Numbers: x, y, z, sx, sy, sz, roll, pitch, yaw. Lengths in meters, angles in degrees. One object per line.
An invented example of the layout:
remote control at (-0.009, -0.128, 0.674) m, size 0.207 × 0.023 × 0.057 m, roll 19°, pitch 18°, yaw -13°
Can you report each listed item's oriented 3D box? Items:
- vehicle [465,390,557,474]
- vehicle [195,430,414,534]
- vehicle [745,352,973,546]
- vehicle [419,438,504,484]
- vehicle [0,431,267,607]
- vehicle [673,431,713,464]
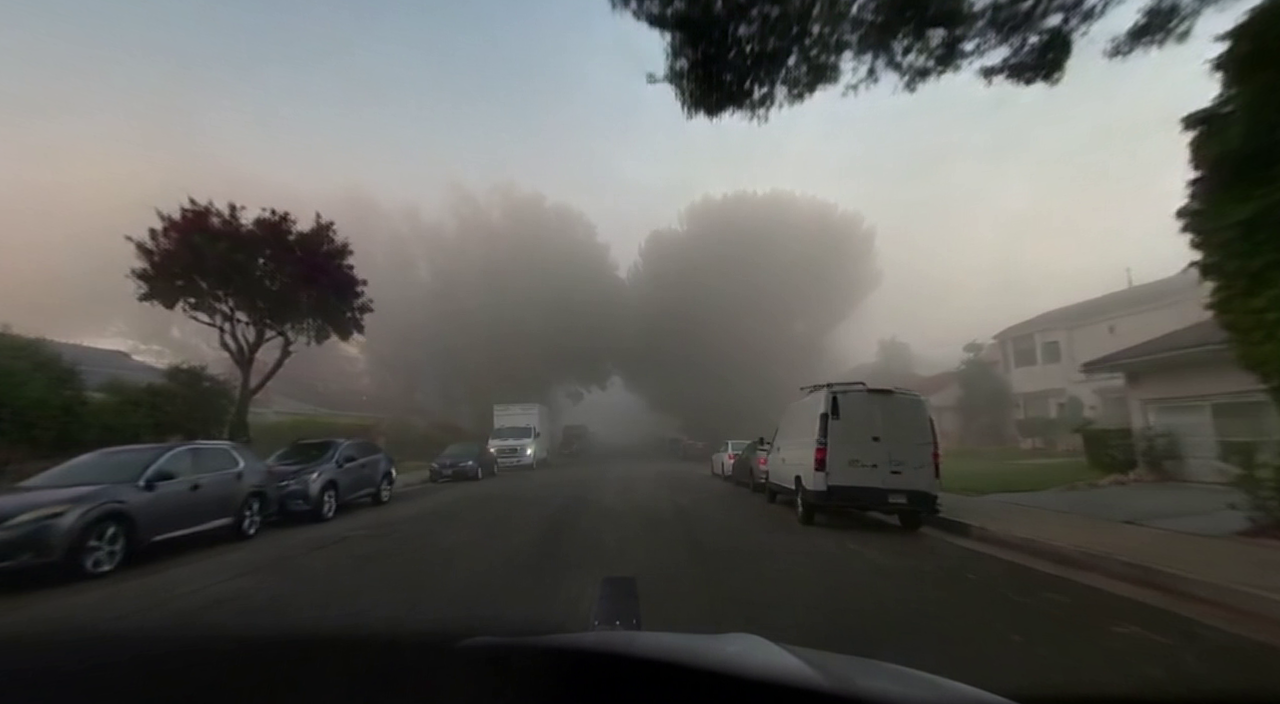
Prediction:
vehicle at (-6.135, 3.991, 31.356) m, size 2.896 × 3.648 × 8.004 m, roll 0°, pitch -8°, yaw 0°
vehicle at (-6.095, 2.378, 12.208) m, size 1.818 × 1.563 × 4.483 m, roll -2°, pitch -8°, yaw 0°
vehicle at (3.330, 1.570, 10.825) m, size 2.215 × 2.542 × 4.550 m, roll -2°, pitch -7°, yaw 0°
vehicle at (-6.289, 3.831, 22.650) m, size 1.921 × 1.470 × 4.068 m, roll 0°, pitch -8°, yaw -1°
vehicle at (-6.192, 1.719, 7.280) m, size 1.758 × 1.519 × 3.396 m, roll -2°, pitch -7°, yaw -2°
vehicle at (3.120, 5.693, 37.860) m, size 1.965 × 1.855 × 4.677 m, roll 0°, pitch -8°, yaw -1°
